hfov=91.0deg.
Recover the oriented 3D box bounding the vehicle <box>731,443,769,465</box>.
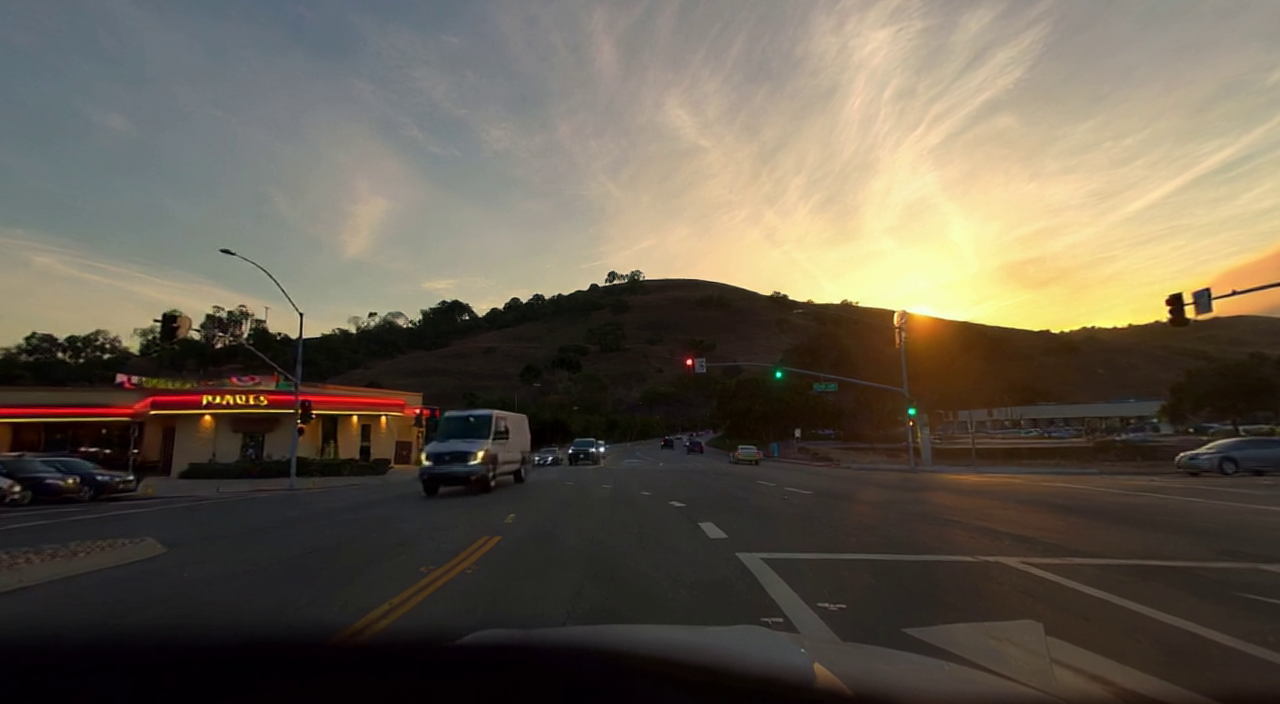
[{"bbox_3d":[8.492,7.903,48.933,1.911,1.594,4.378,0,-9,-3],"label":"vehicle"}]

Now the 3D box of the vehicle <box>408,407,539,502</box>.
[{"bbox_3d":[-4.409,2.831,17.710,2.196,2.264,5.206,0,-8,1],"label":"vehicle"}]

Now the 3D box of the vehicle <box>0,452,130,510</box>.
[{"bbox_3d":[-19.786,4.173,20.555,4.440,1.748,2.033,0,-9,1],"label":"vehicle"}]

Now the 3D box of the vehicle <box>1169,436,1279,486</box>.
[{"bbox_3d":[25.070,4.468,26.041,4.546,1.944,2.051,1,-9,-5],"label":"vehicle"}]
